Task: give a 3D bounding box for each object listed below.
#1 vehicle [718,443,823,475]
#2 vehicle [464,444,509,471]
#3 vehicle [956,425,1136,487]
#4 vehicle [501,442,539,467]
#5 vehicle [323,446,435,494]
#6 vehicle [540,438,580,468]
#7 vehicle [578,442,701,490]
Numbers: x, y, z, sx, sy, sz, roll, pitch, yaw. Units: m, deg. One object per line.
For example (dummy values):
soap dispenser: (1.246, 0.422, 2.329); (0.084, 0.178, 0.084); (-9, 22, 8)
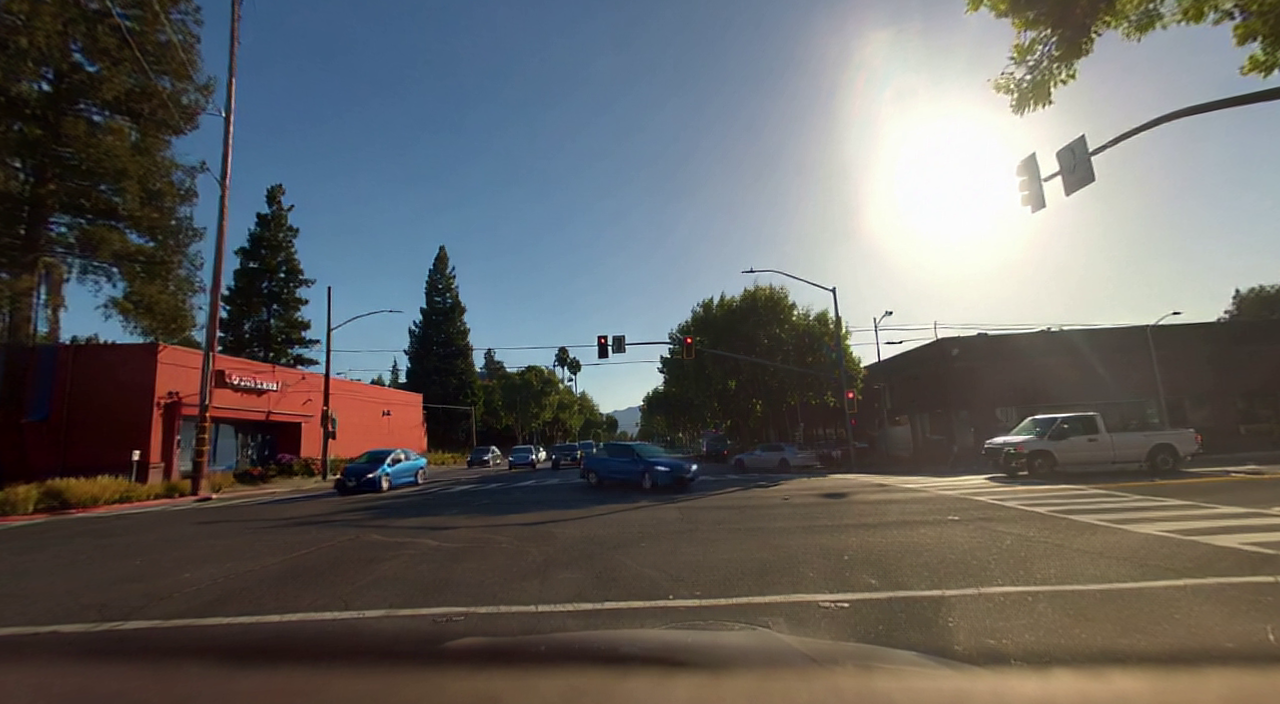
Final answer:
vehicle: (6.464, 5.357, 31.774); (4.828, 1.453, 1.919); (-9, -12, 44)
vehicle: (-8.931, 6.167, 37.087); (1.779, 1.460, 4.463); (1, -9, -4)
vehicle: (14.851, 3.771, 23.139); (5.910, 2.046, 2.228); (3, -9, -19)
vehicle: (-8.649, 7.403, 45.872); (2.087, 1.718, 4.700); (0, -9, -3)
vehicle: (-8.842, 4.020, 21.907); (2.024, 1.460, 4.381); (0, -9, 0)
vehicle: (-4.706, 6.024, 37.747); (1.975, 1.642, 4.846); (0, -9, -3)
vehicle: (-0.120, 3.727, 21.029); (1.846, 1.416, 4.228); (7, -11, -38)
